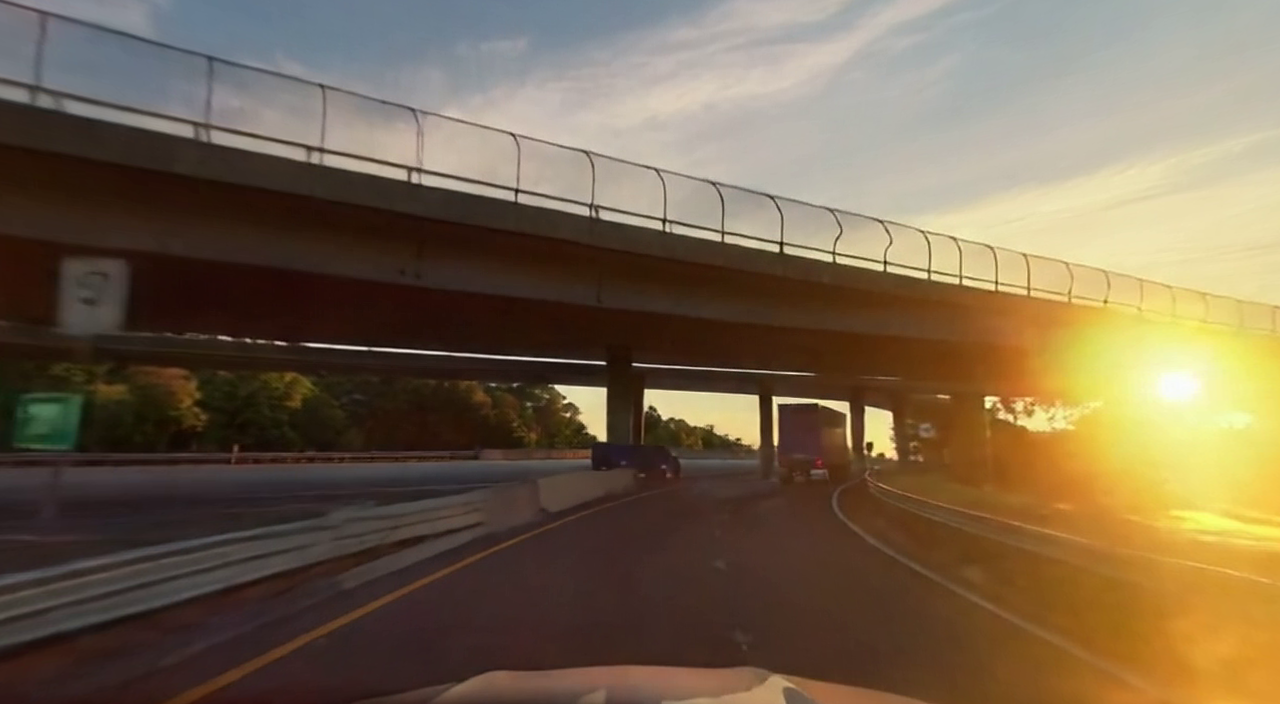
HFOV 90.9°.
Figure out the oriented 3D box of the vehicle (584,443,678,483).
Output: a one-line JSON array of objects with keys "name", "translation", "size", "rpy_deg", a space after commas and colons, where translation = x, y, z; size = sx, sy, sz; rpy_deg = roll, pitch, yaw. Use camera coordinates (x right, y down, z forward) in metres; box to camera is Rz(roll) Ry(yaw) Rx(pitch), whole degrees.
[{"name": "vehicle", "translation": [-0.285, 4.439, 25.439], "size": [1.940, 1.444, 4.024], "rpy_deg": [-5, -10, 31]}]
